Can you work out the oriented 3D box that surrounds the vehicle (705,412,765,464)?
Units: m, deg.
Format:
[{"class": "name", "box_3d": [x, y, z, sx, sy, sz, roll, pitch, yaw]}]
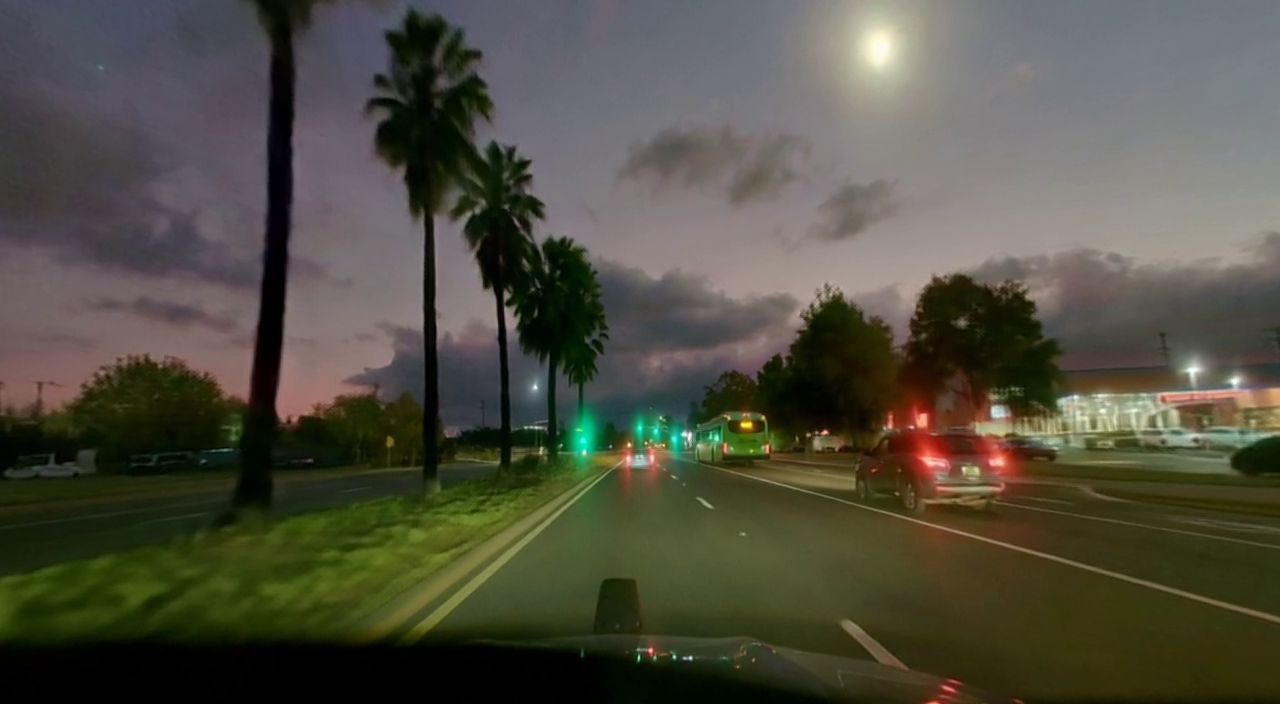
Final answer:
[{"class": "vehicle", "box_3d": [6.675, 6.318, 45.918, 2.795, 3.383, 9.287, 0, -9, 0]}]

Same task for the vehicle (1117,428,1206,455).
[{"class": "vehicle", "box_3d": [35.496, 6.174, 43.189, 1.908, 1.637, 4.765, -2, -9, 0]}]

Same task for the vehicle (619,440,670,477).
[{"class": "vehicle", "box_3d": [0.177, 4.691, 28.063, 2.065, 1.477, 4.306, 0, -9, 0]}]

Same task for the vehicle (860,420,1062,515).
[{"class": "vehicle", "box_3d": [6.430, 2.369, 13.334, 2.031, 1.670, 4.154, 0, -9, 0]}]
